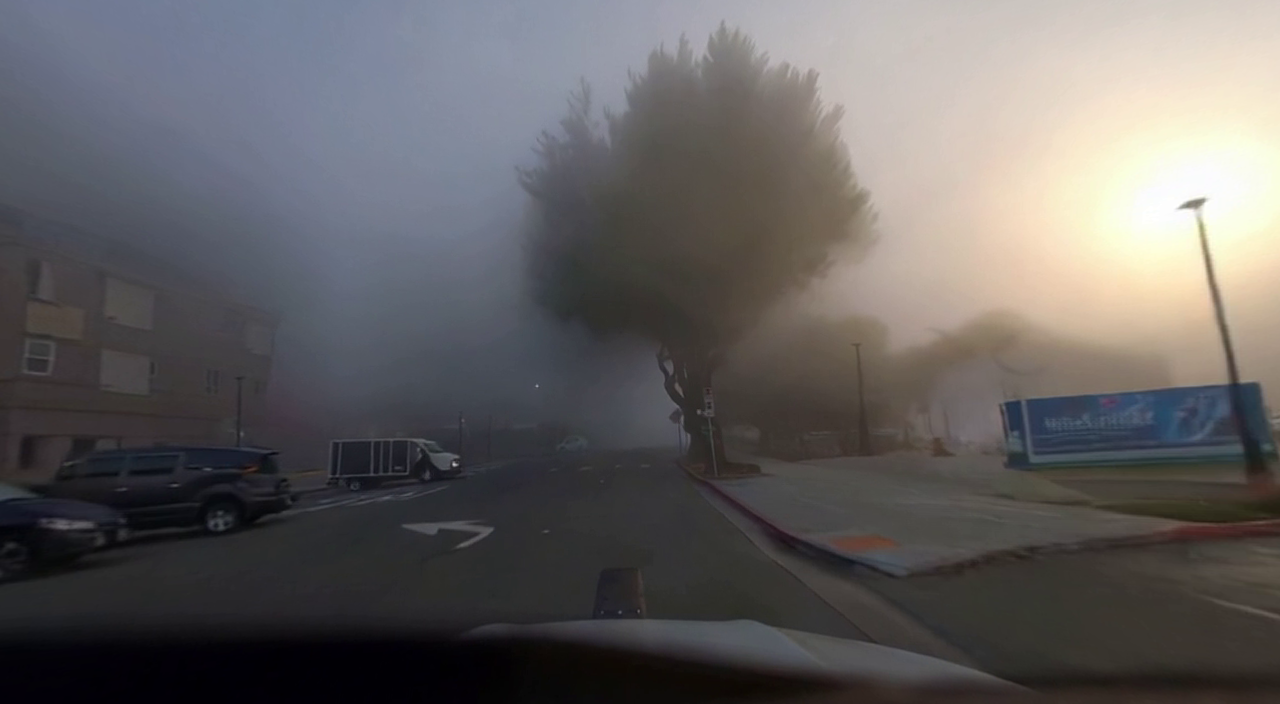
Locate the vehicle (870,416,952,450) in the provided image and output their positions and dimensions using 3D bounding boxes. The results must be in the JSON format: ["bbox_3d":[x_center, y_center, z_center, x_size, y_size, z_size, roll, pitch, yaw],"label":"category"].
[{"bbox_3d":[17.808,5.371,41.647,4.625,1.729,2.048,-7,-6,17],"label":"vehicle"}]

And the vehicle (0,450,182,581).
[{"bbox_3d":[-9.298,2.285,9.046,4.212,1.698,1.960,6,-11,-37],"label":"vehicle"}]

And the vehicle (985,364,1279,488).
[{"bbox_3d":[11.043,1.605,13.943,5.453,1.794,2.011,-8,-6,-2],"label":"vehicle"}]
